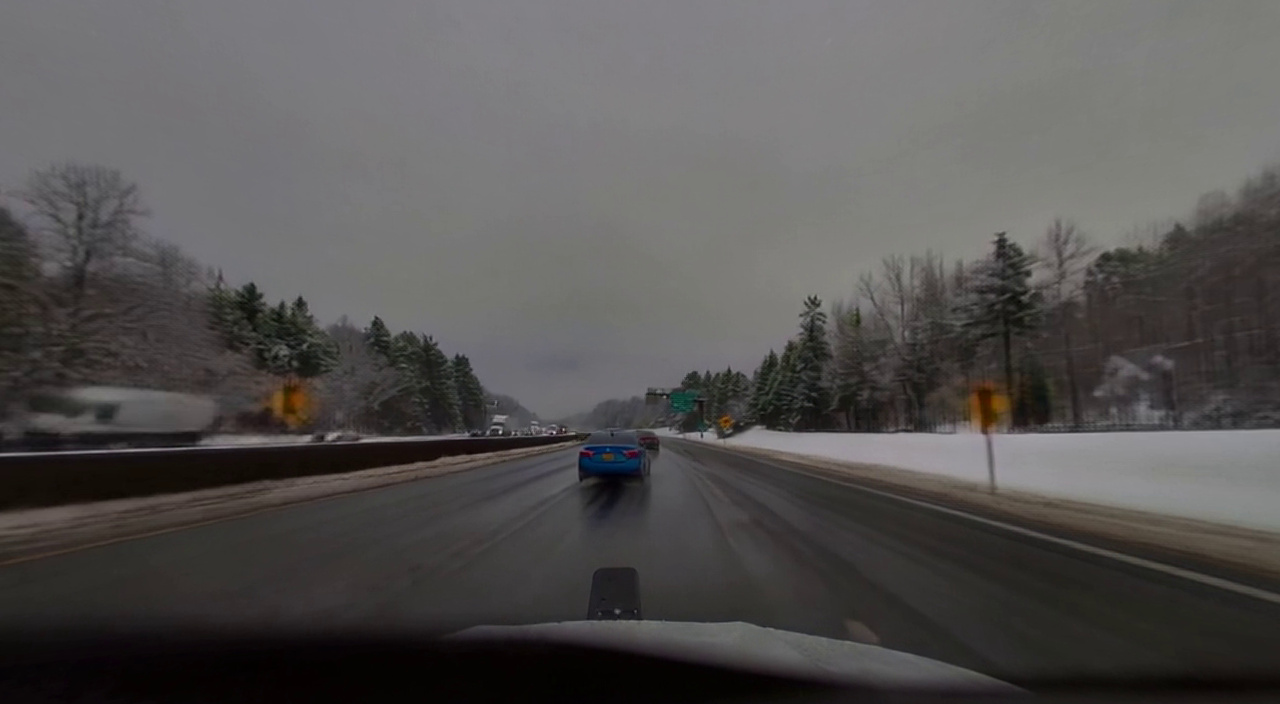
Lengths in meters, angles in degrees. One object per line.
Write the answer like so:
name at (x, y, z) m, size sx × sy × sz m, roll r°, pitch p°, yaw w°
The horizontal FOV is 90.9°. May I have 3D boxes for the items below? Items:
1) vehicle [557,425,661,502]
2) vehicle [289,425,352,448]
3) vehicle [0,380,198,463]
vehicle at (-0.524, 2.394, 14.120) m, size 1.977 × 1.443 × 4.225 m, roll 0°, pitch -7°, yaw 2°
vehicle at (-21.443, 5.685, 42.509) m, size 1.760 × 1.435 × 4.465 m, roll 0°, pitch -7°, yaw 2°
vehicle at (-18.294, 2.373, 21.075) m, size 2.267 × 2.355 × 6.194 m, roll 0°, pitch -7°, yaw 2°
